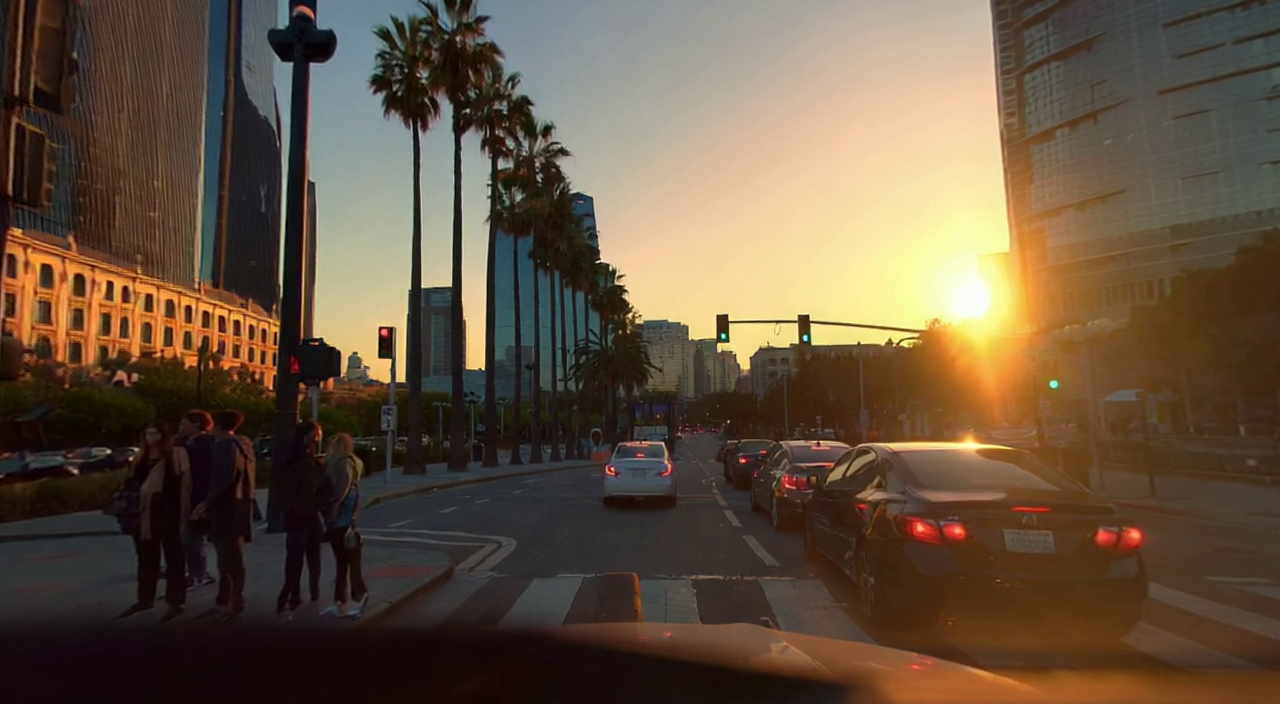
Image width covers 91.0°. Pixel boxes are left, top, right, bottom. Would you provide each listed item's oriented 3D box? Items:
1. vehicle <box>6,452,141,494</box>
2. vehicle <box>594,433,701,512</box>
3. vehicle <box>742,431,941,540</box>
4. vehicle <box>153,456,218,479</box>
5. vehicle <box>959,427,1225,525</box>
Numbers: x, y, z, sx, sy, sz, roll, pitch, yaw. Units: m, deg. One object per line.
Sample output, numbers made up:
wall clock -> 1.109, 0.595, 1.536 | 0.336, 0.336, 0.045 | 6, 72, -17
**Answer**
vehicle -> -26.707, 5.671, 29.949 | 2.105, 1.793, 4.812 | 0, -9, -4
vehicle -> 0.172, 2.594, 13.954 | 2.048, 1.503, 3.681 | 0, -8, 1
vehicle -> 3.107, 2.154, 10.829 | 1.913, 1.469, 4.425 | 0, -8, -1
vehicle -> -33.569, 8.503, 46.612 | 1.773, 1.491, 4.385 | 1, -9, -5
vehicle -> 8.182, 2.261, 12.036 | 1.859, 1.508, 4.259 | 0, -9, -1
